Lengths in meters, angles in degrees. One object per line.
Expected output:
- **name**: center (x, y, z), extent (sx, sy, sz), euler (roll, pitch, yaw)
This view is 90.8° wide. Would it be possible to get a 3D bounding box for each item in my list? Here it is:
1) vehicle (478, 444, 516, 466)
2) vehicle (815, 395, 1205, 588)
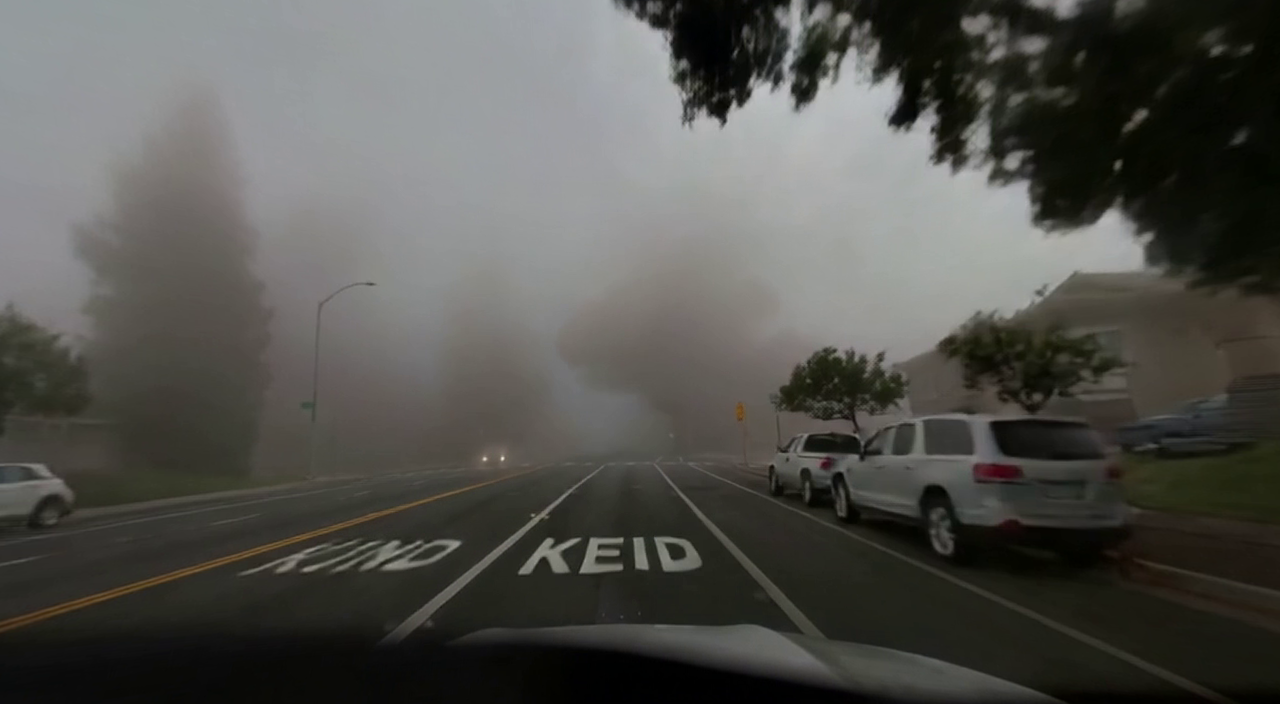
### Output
- **vehicle**: center (-10.793, 7.802, 47.995), extent (2.022, 1.569, 4.275), euler (0, -8, -1)
- **vehicle**: center (4.070, 1.632, 8.272), extent (2.220, 1.752, 4.782), euler (0, -8, 1)
